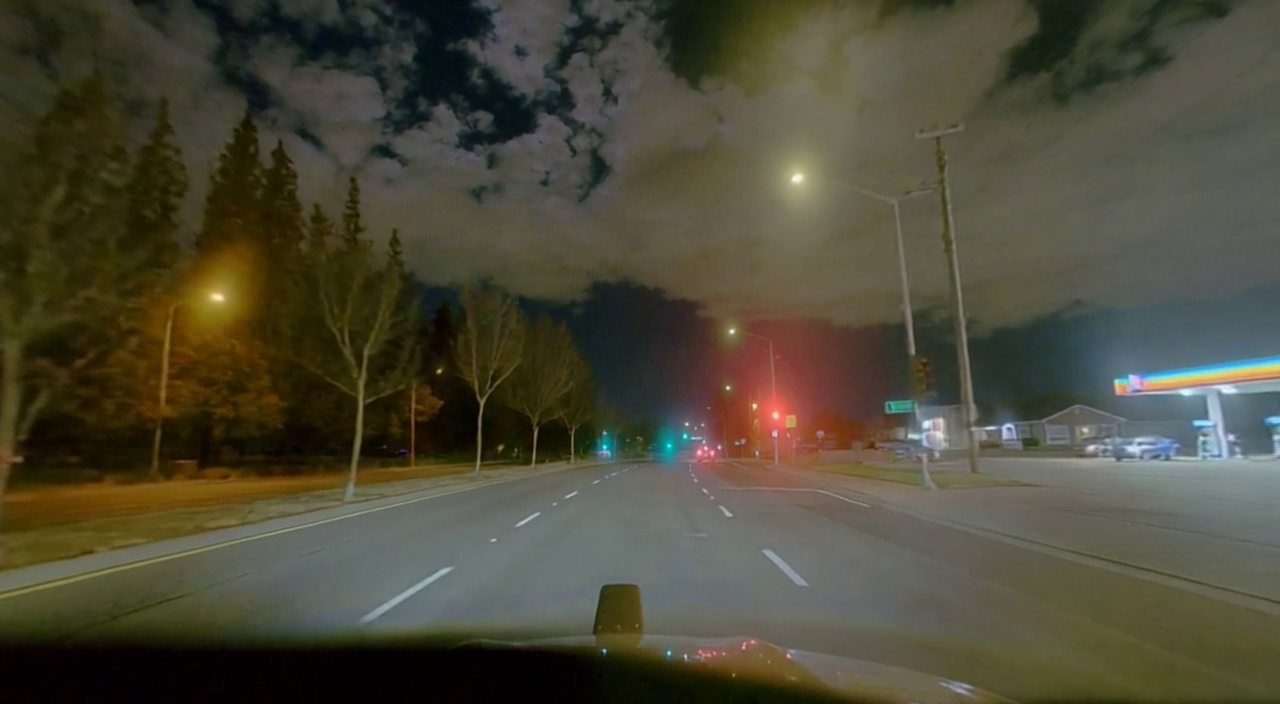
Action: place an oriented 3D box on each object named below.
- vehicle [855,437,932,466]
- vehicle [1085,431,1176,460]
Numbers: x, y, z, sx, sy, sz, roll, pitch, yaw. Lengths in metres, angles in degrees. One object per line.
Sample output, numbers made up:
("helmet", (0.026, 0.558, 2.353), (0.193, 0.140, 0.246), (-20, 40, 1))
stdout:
("vehicle", (14.640, 5.776, 36.369), (4.744, 1.475, 2.008), (9, -16, -40))
("vehicle", (32.216, 6.146, 41.649), (2.045, 1.778, 4.517), (1, -9, -6))
